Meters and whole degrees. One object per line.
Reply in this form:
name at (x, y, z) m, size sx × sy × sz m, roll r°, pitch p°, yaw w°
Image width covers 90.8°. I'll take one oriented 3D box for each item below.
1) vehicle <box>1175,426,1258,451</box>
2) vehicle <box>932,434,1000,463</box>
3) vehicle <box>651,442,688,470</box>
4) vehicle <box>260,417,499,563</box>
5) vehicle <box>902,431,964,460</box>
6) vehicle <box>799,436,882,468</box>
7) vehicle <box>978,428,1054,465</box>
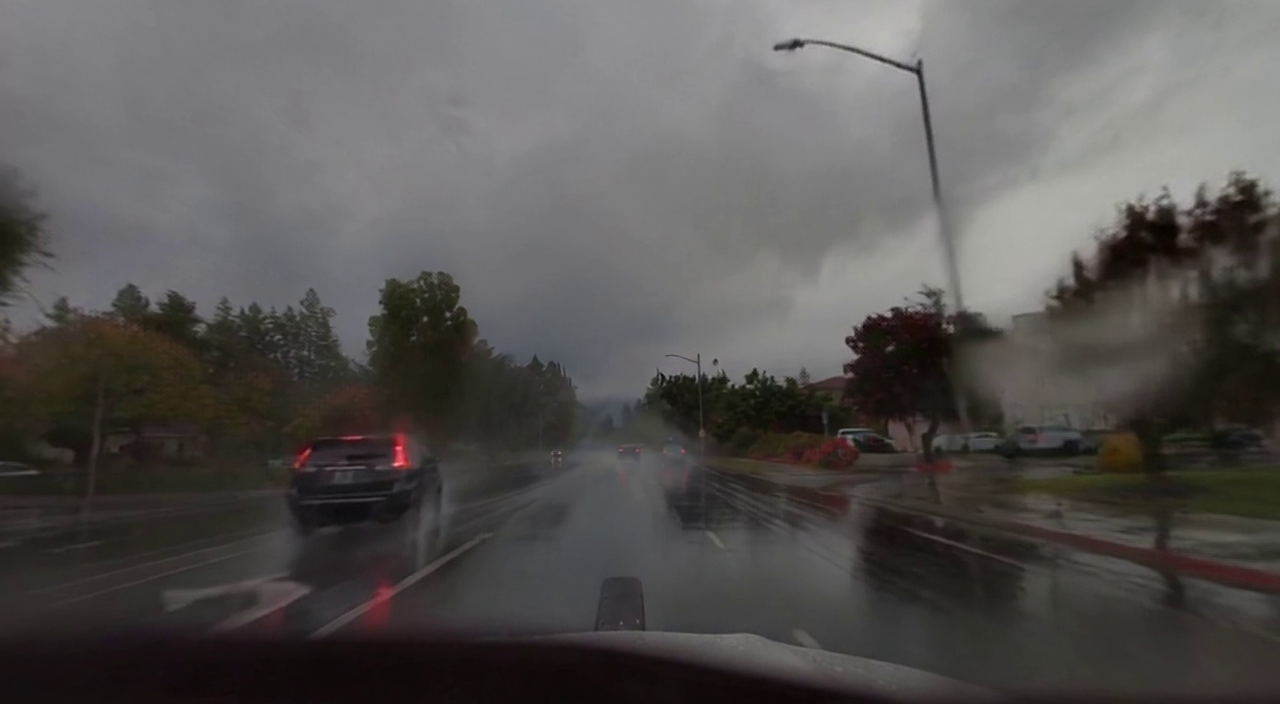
vehicle at (40.534, 6.135, 44.558) m, size 2.496 × 1.662 × 4.040 m, roll -2°, pitch -9°, yaw 11°
vehicle at (18.100, 5.329, 34.988) m, size 2.106 × 1.460 × 4.389 m, roll -8°, pitch -12°, yaw 43°
vehicle at (1.702, 6.256, 38.263) m, size 2.003 × 1.614 × 4.072 m, roll 0°, pitch -8°, yaw -1°
vehicle at (-3.652, 2.008, 10.065) m, size 2.205 × 1.706 × 4.904 m, roll 1°, pitch -8°, yaw -7°
vehicle at (18.060, 5.750, 38.827) m, size 2.043 × 1.691 × 4.436 m, roll -8°, pitch -12°, yaw 43°
vehicle at (10.442, 5.215, 33.148) m, size 1.903 × 1.569 × 3.751 m, roll 6°, pitch -10°, yaw -34°
vehicle at (18.661, 4.658, 31.266) m, size 2.150 × 1.659 × 4.678 m, roll -8°, pitch -12°, yaw 43°
